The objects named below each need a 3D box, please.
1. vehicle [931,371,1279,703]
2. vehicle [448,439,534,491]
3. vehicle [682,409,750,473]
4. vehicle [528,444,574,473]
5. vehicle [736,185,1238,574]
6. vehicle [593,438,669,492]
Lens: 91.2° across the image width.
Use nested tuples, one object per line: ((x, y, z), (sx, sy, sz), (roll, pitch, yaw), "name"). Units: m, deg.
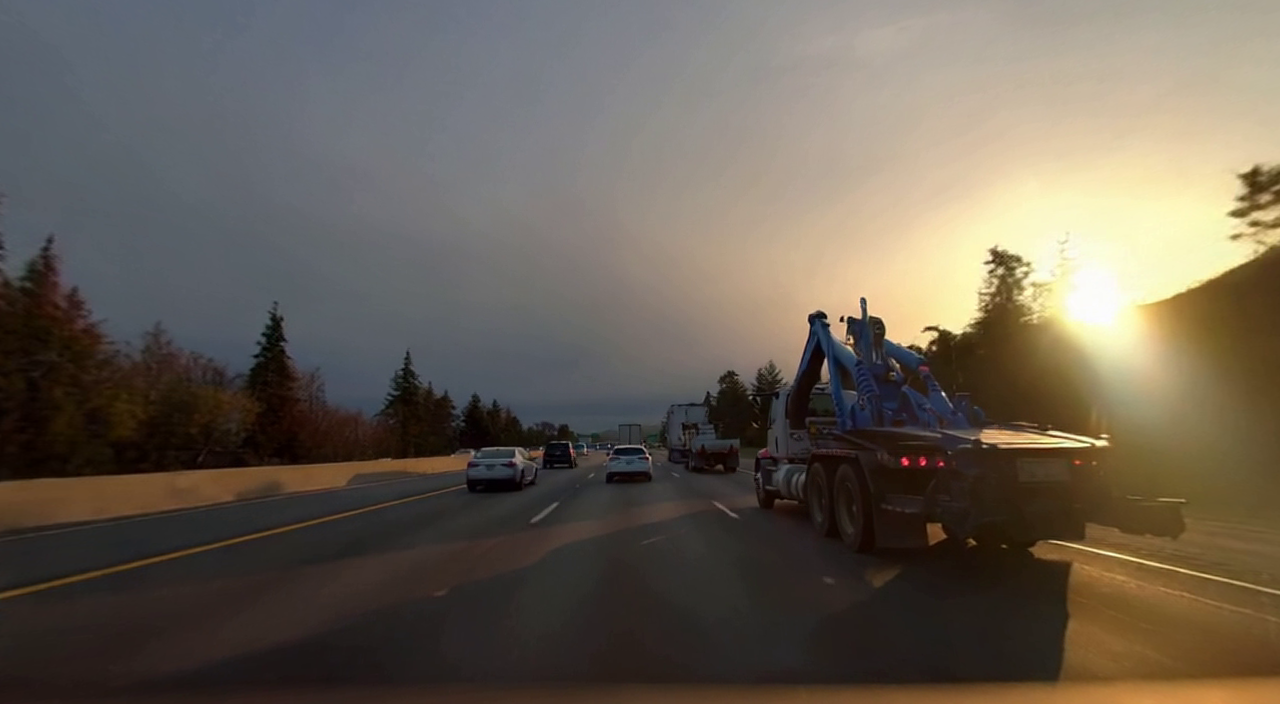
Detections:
((3.930, 0.900, 2.597), (2.599, 1.631, 5.693), (0, -9, -1), "vehicle")
((-4.806, 3.711, 20.815), (1.858, 1.527, 3.974), (0, -9, 0), "vehicle")
((3.648, 4.541, 31.759), (2.416, 2.829, 7.016), (0, -9, -1), "vehicle")
((-4.923, 5.973, 35.323), (1.924, 1.481, 4.264), (0, -9, 1), "vehicle")
((3.753, 0.815, 9.985), (2.975, 3.618, 8.456), (0, -9, -1), "vehicle")
((-0.305, 3.507, 19.716), (2.150, 1.498, 3.988), (0, -9, -1), "vehicle")
